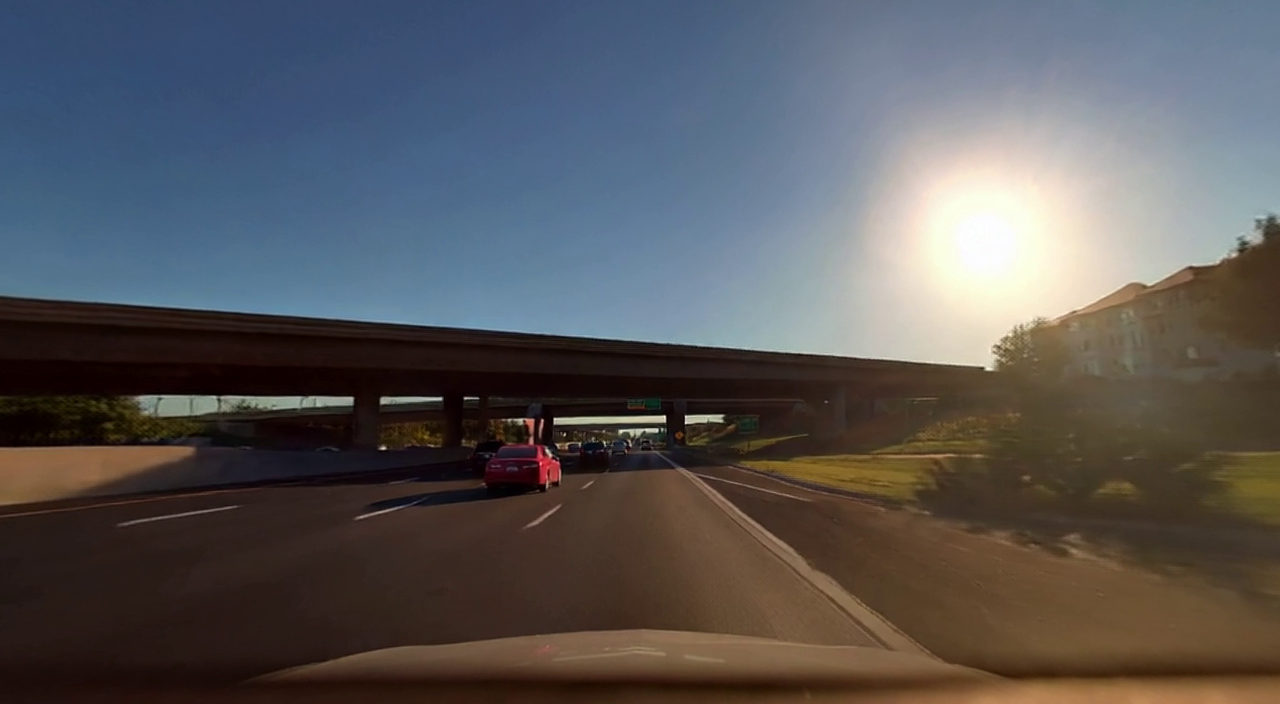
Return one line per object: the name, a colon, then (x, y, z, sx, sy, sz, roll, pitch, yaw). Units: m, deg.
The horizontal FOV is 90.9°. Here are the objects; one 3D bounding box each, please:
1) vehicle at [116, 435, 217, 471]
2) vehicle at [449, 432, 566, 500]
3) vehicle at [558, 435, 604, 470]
vehicle: (-24.640, 5.272, 33.065, 1.839, 1.700, 4.364, -1, -8, 1)
vehicle: (-3.498, 3.119, 17.654, 2.210, 1.628, 4.586, 0, -9, 1)
vehicle: (-3.215, 5.589, 35.300, 2.080, 1.811, 4.644, 0, -9, 1)
